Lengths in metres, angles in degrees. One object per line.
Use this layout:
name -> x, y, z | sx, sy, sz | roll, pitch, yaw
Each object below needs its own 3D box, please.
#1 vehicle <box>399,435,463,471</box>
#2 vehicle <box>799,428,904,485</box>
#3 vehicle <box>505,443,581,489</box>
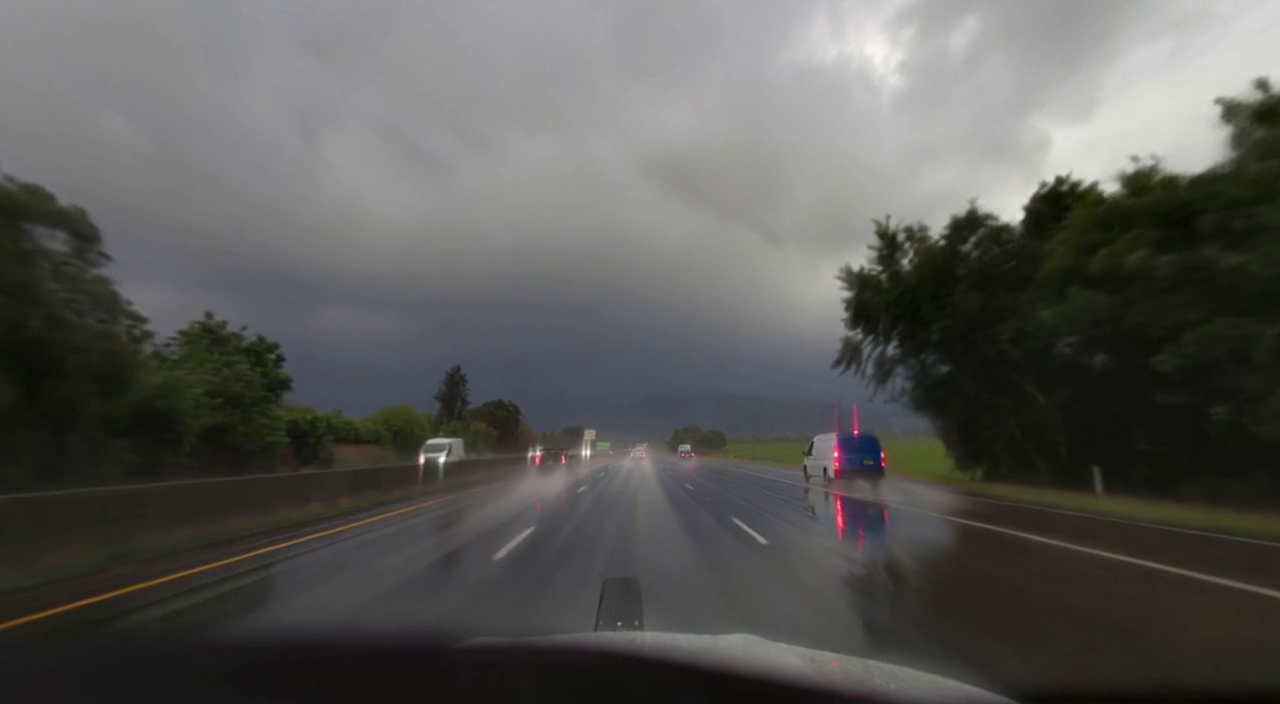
vehicle -> -14.900, 7.264, 45.282 | 2.523, 2.377, 6.182 | 0, -9, 0
vehicle -> 7.845, 3.948, 23.955 | 2.133, 1.933, 4.986 | 0, -9, -1
vehicle -> -3.560, 4.265, 23.885 | 2.160, 1.530, 4.500 | 0, -9, 0
